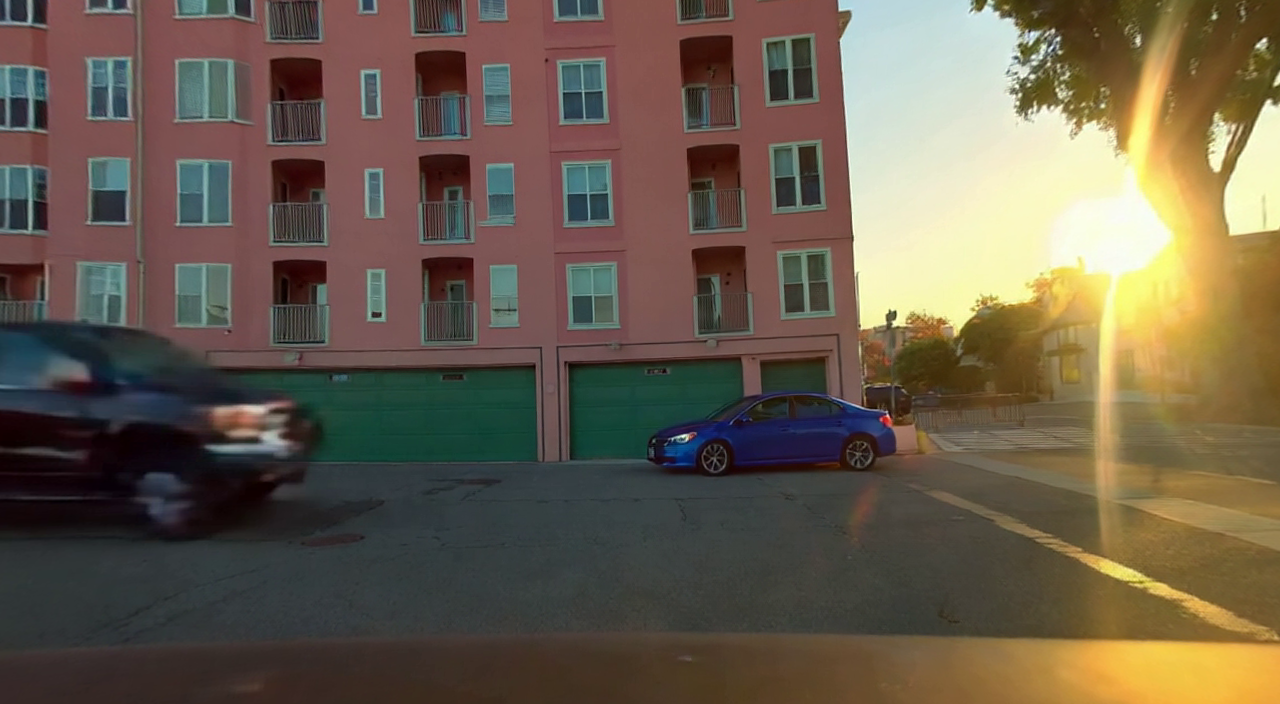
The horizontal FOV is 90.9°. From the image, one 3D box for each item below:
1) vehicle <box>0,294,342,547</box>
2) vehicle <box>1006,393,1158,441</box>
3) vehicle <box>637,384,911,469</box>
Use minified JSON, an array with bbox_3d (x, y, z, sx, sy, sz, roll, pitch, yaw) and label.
[{"bbox_3d":[-6.148,0.669,6.019,5.448,1.974,2.176,0,-8,0],"label":"vehicle"},{"bbox_3d":[15.783,2.368,22.679,3.905,1.475,2.057,-2,-8,-2],"label":"vehicle"},{"bbox_3d":[2.301,1.417,11.838,4.697,1.444,1.825,0,-8,-1],"label":"vehicle"}]
